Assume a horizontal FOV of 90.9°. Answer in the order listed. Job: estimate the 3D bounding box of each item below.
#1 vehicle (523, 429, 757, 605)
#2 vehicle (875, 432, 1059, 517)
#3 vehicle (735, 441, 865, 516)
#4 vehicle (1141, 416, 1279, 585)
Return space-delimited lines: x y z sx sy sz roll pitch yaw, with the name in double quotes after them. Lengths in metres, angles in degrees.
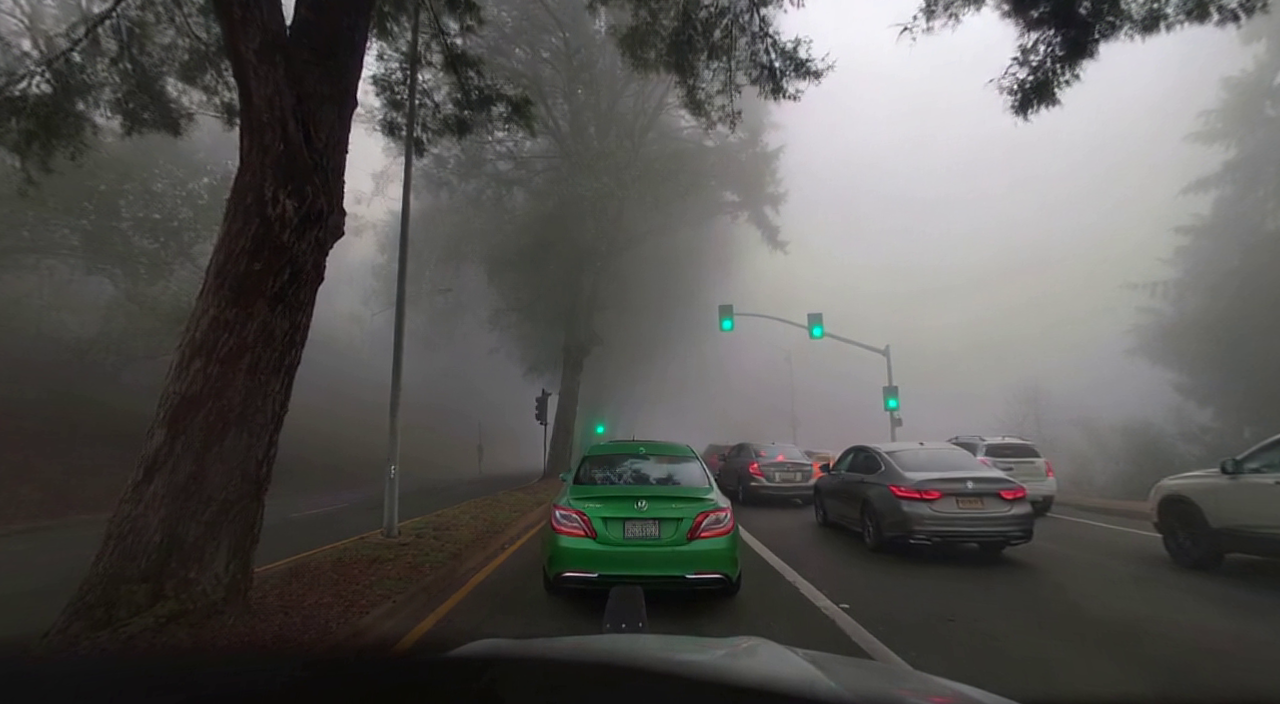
0.015 1.745 7.483 2.015 1.502 3.898 0 -9 0 "vehicle"
7.043 2.673 14.174 1.923 1.611 4.094 0 -9 0 "vehicle"
3.566 2.905 14.993 1.934 1.494 4.446 0 -9 0 "vehicle"
6.938 1.377 5.806 1.783 1.572 3.421 0 -9 1 "vehicle"
